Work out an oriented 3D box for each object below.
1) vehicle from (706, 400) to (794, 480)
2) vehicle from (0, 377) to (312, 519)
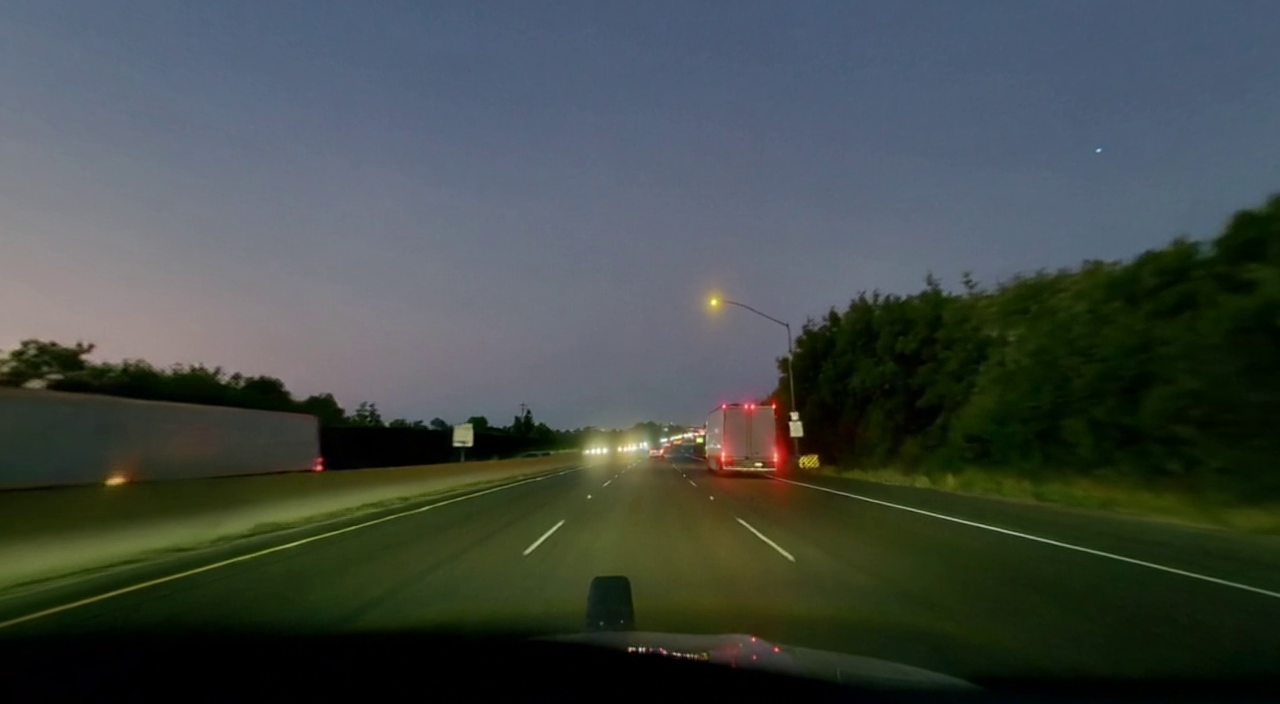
[{"bbox_3d":[4.999,4.304,30.324,2.771,3.313,8.121,0,-9,0],"label":"vehicle"},{"bbox_3d":[-18.985,3.796,24.511,2.892,3.841,18.063,0,-9,0],"label":"vehicle"}]
